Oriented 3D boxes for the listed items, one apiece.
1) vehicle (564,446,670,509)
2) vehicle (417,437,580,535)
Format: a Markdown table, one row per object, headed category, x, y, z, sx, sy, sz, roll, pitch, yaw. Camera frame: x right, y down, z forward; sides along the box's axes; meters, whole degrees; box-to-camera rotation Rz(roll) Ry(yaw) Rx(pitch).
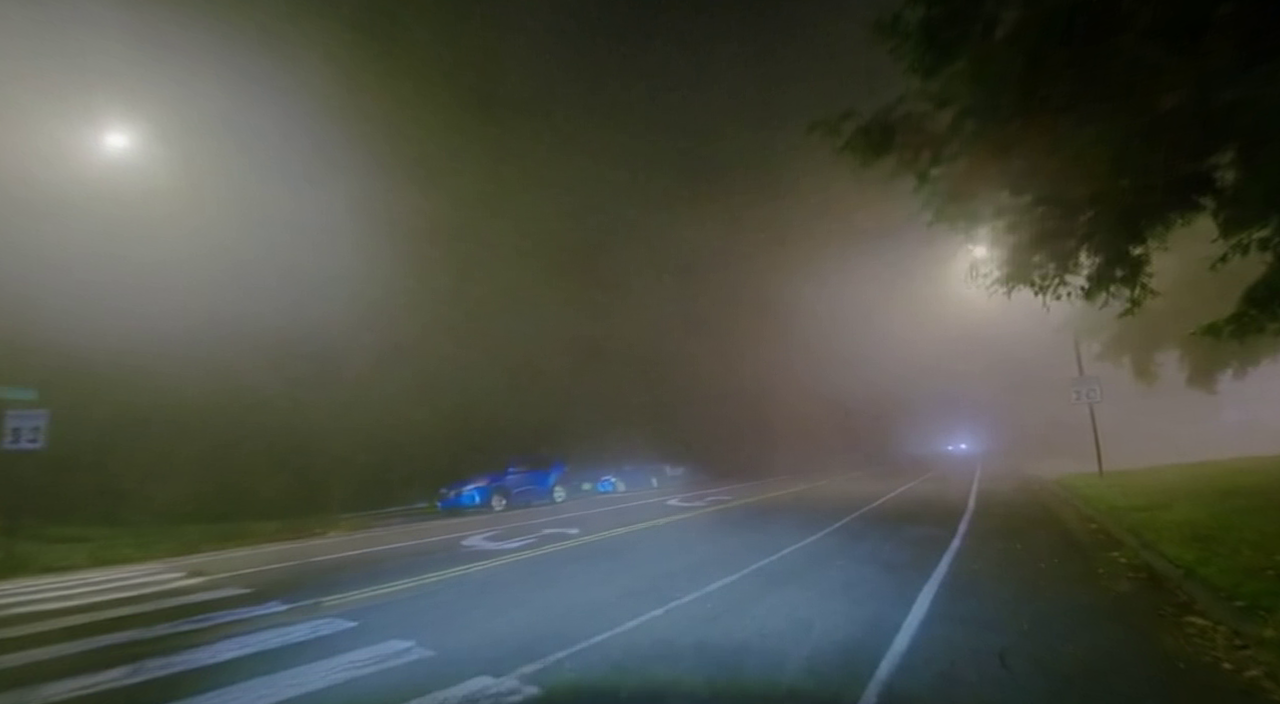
| category | x | y | z | sx | sy | sz | roll | pitch | yaw |
| --- | --- | --- | --- | --- | --- | --- | --- | --- | --- |
| vehicle | -0.832 | 5.060 | 25.807 | 2.087 | 1.700 | 4.467 | -9 | -4 | 29 |
| vehicle | -4.245 | 4.089 | 19.941 | 2.159 | 1.959 | 5.179 | -9 | -3 | 24 |
